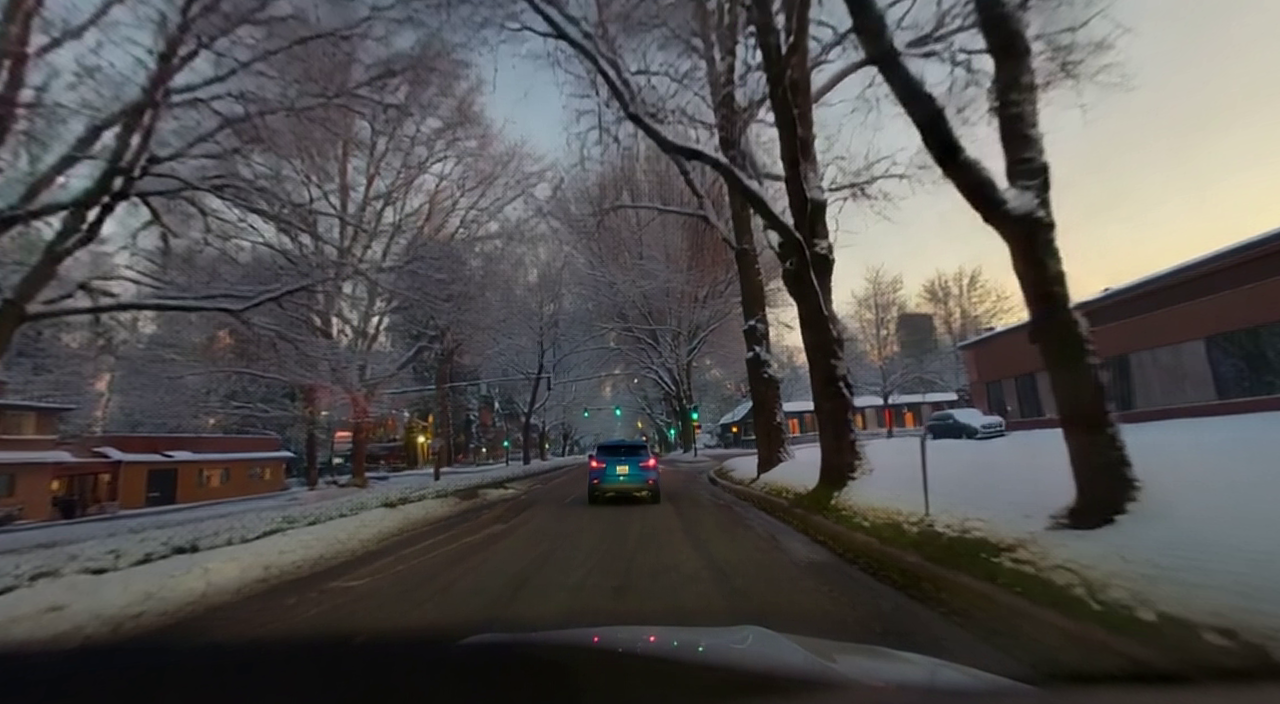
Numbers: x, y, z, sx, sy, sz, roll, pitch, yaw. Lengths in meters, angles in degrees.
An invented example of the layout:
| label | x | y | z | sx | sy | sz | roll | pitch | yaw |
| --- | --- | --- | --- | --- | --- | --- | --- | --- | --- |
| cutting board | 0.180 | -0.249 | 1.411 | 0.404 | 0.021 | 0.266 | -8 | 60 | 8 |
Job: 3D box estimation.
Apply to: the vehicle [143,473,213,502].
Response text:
| label | x | y | z | sx | sy | sz | roll | pitch | yaw |
| --- | --- | --- | --- | --- | --- | --- | --- | --- | --- |
| vehicle | -28.601 | 8.357 | 39.265 | 1.771 | 1.435 | 4.144 | -7 | -10 | -9 |

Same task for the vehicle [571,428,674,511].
| label | x | y | z | sx | sy | sz | roll | pitch | yaw |
| --- | --- | --- | --- | --- | --- | --- | --- | --- | --- |
| vehicle | -0.405 | 2.760 | 15.253 | 2.136 | 1.703 | 3.910 | 0 | -9 | -1 |

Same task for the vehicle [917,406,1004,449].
| label | x | y | z | sx | sy | sz | roll | pitch | yaw |
| --- | --- | --- | --- | --- | --- | --- | --- | --- | --- |
| vehicle | 16.321 | 3.977 | 32.520 | 2.039 | 1.990 | 5.111 | -1 | -9 | 4 |
